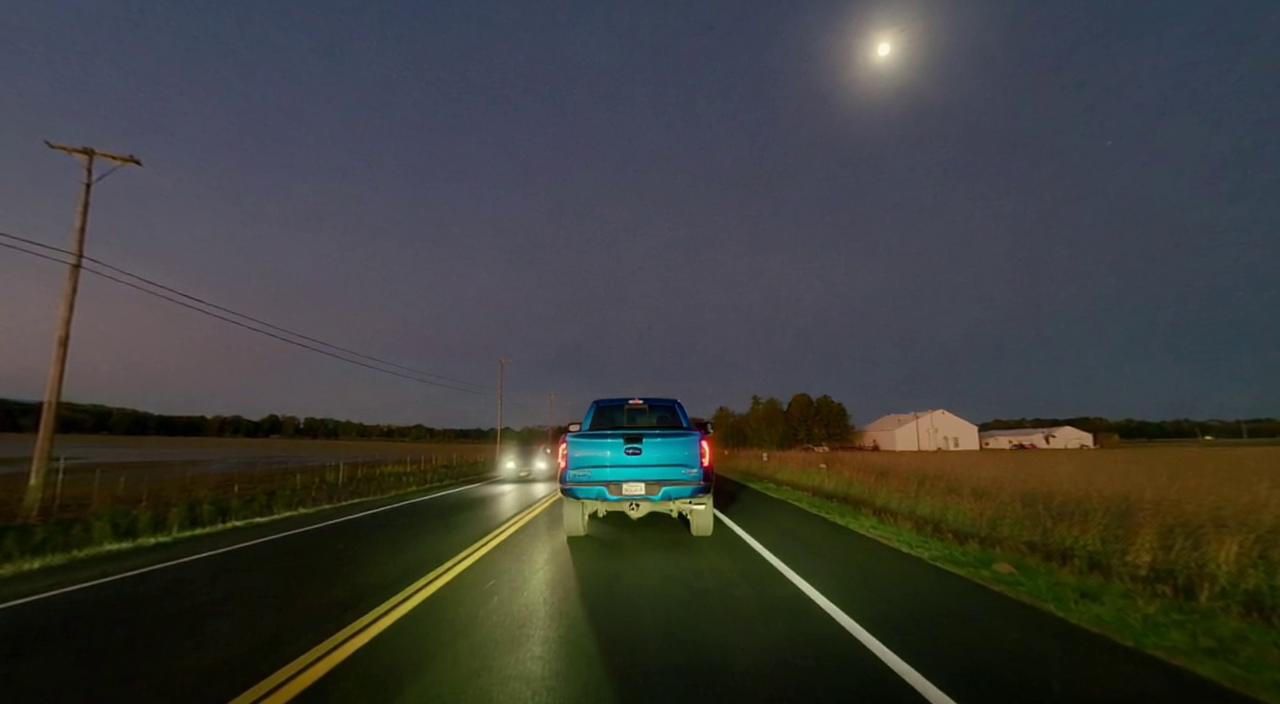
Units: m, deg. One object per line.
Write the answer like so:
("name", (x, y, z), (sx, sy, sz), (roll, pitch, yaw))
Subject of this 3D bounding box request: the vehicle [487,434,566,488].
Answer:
("vehicle", (-3.952, 3.884, 22.766), (2.051, 1.735, 4.259), (0, -8, 0))

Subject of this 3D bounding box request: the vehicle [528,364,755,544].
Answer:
("vehicle", (-0.072, 1.851, 11.891), (2.912, 2.320, 7.292), (0, -8, -1))
